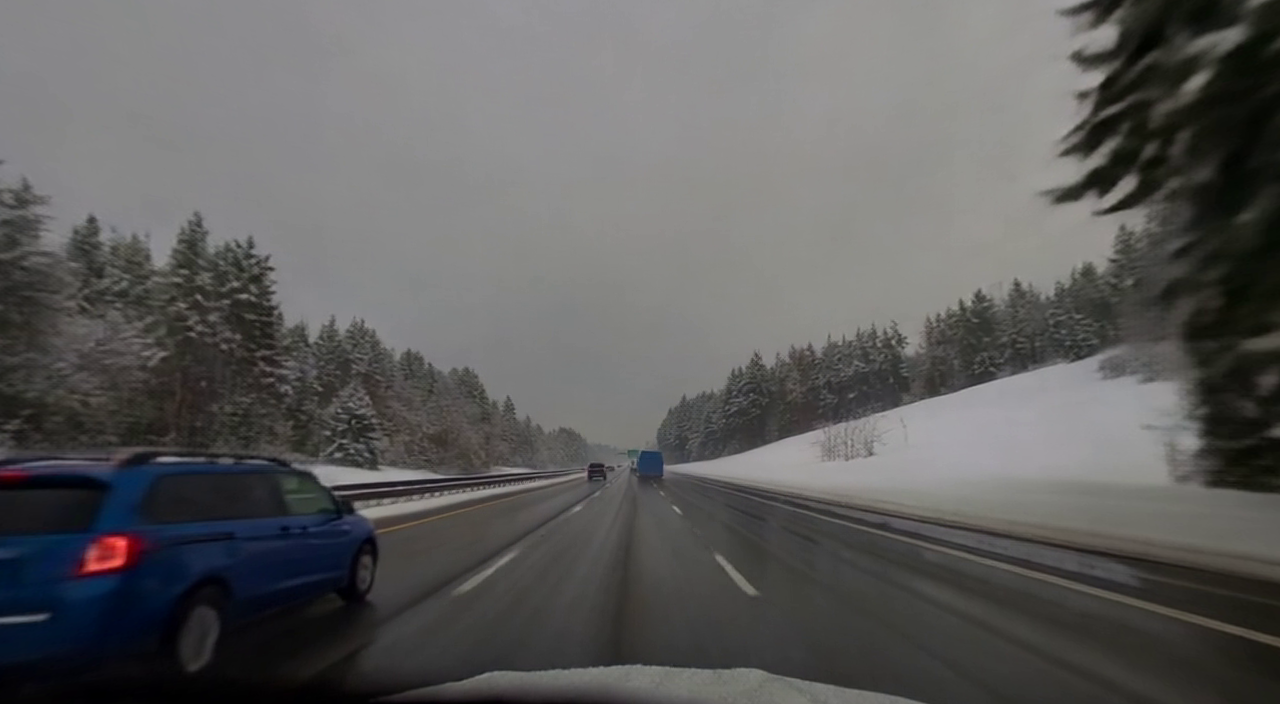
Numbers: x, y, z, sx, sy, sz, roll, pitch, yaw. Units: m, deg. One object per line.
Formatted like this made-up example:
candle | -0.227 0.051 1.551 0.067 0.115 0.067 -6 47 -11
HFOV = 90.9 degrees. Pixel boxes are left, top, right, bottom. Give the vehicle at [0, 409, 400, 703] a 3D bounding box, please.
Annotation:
vehicle | -3.355 1.242 3.838 2.038 1.490 4.391 1 -11 0
